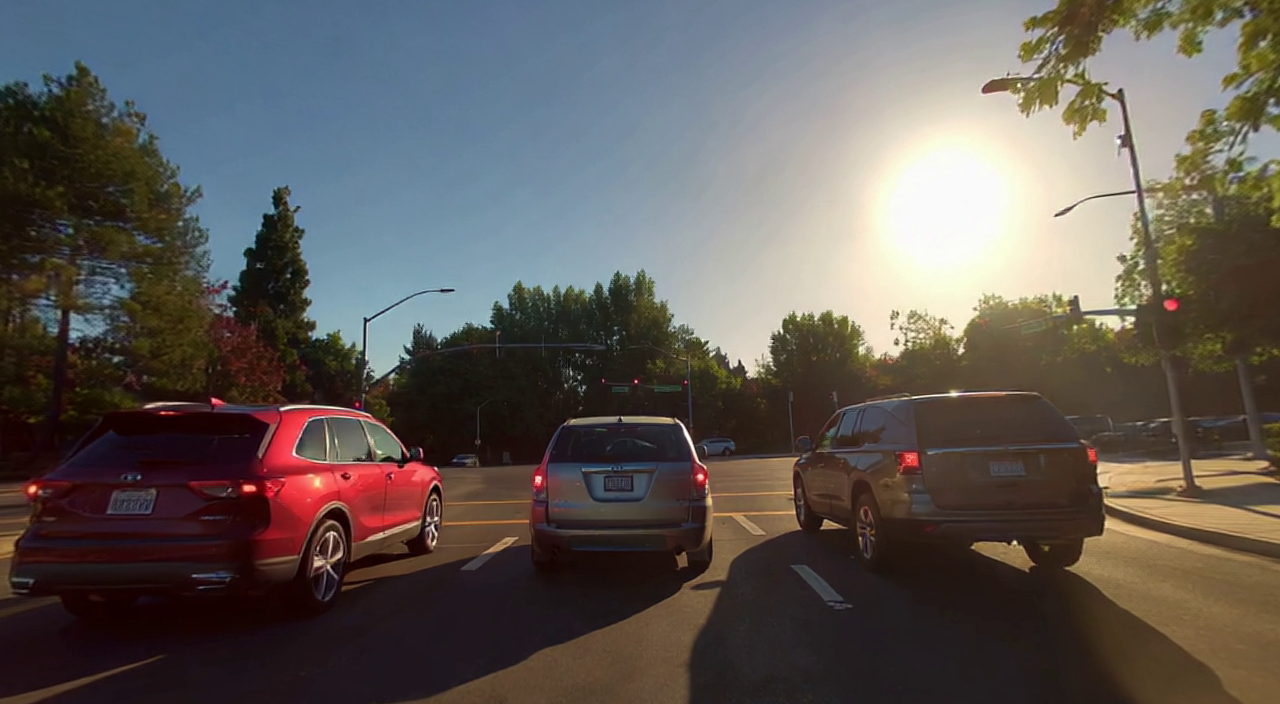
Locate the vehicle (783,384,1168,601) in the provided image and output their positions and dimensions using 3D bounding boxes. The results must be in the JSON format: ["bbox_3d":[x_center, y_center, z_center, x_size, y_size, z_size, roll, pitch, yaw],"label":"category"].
[{"bbox_3d":[3.272,1.484,7.508,2.083,1.779,4.532,0,-8,0],"label":"vehicle"}]

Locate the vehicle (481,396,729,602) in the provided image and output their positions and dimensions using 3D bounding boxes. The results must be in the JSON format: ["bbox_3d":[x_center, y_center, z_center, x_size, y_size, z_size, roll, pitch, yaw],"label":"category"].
[{"bbox_3d":[-0.239,1.515,7.319,2.067,1.702,3.987,0,-8,2],"label":"vehicle"}]

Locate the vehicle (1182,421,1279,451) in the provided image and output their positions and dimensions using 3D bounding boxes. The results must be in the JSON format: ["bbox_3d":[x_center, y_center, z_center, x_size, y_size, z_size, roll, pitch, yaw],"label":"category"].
[{"bbox_3d":[32.803,4.652,34.753,4.175,1.634,1.877,1,-8,-4],"label":"vehicle"}]

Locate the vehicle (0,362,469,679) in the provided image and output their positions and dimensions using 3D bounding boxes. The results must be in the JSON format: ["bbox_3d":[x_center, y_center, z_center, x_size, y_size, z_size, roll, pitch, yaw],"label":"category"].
[{"bbox_3d":[-3.280,1.284,5.899,2.047,1.810,4.414,0,-8,1],"label":"vehicle"}]
